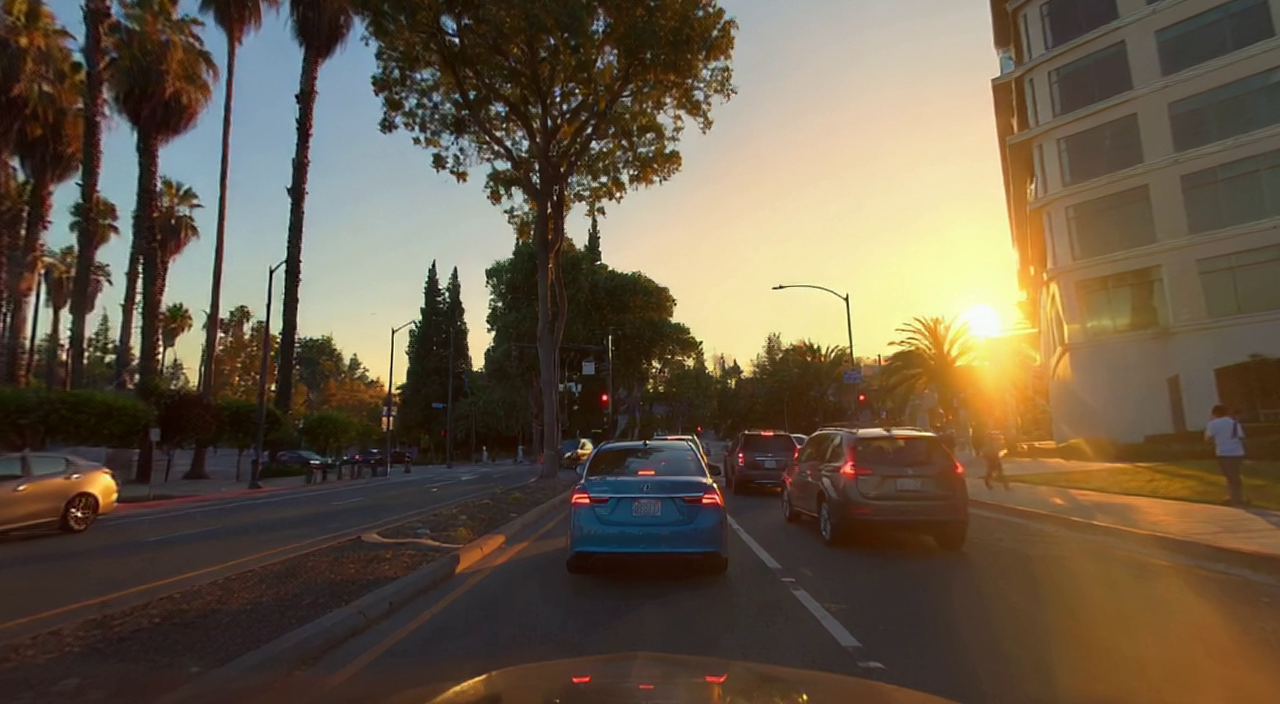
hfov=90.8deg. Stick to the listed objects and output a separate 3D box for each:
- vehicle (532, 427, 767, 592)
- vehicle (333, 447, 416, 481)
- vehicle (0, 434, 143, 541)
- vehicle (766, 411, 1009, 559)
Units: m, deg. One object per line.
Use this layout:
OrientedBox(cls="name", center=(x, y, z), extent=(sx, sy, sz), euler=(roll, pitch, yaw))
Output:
OrientedBox(cls="vehicle", center=(0.133, 1.711, 7.701), extent=(2.088, 1.452, 3.993), euler=(-1, -8, 1))
OrientedBox(cls="vehicle", center=(-13.163, 5.566, 31.719), extent=(1.965, 1.507, 4.725), euler=(-1, -8, 2))
OrientedBox(cls="vehicle", center=(-13.051, 2.716, 12.283), extent=(2.240, 1.964, 5.707), euler=(-6, -8, 0))
OrientedBox(cls="vehicle", center=(3.361, 1.894, 9.693), extent=(2.003, 1.733, 4.319), euler=(0, -8, 1))
